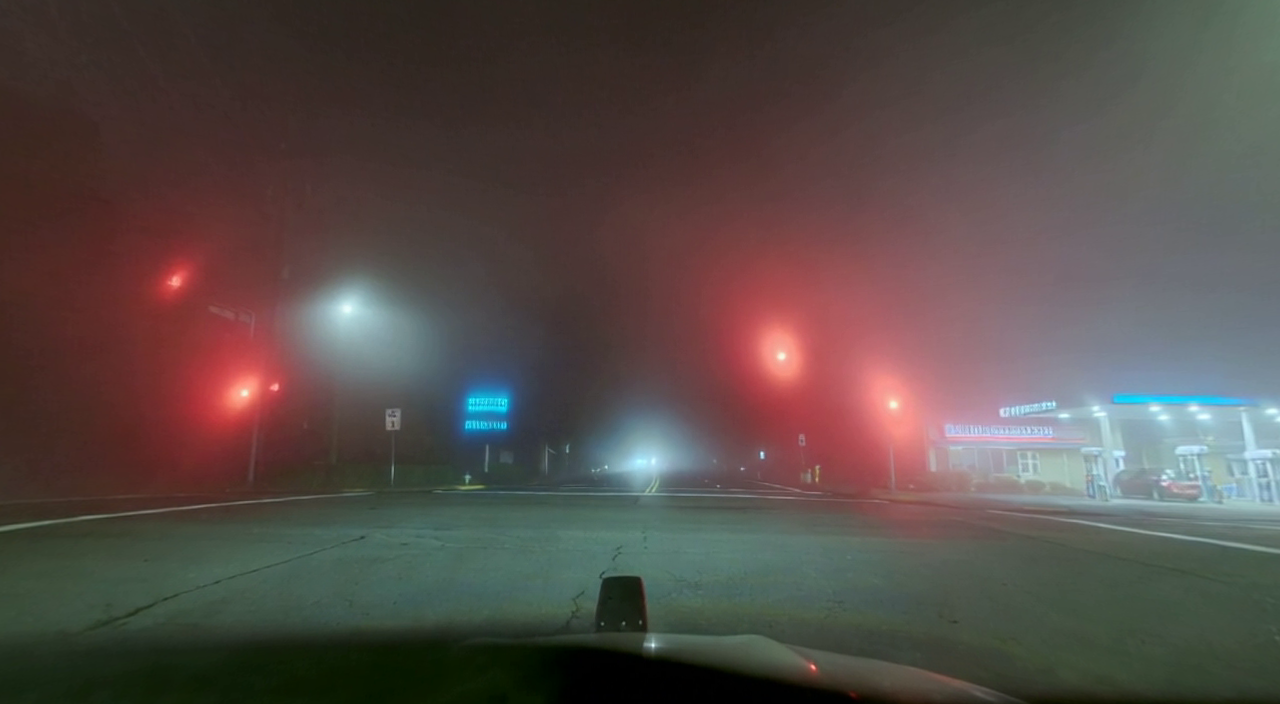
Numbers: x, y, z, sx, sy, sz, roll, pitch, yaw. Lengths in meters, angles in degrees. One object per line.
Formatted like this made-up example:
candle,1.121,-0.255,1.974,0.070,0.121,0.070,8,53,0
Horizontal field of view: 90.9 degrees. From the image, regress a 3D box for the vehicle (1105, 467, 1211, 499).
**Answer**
vehicle,28.014,7.069,34.308,1.897,1.466,4.211,1,-8,-6
